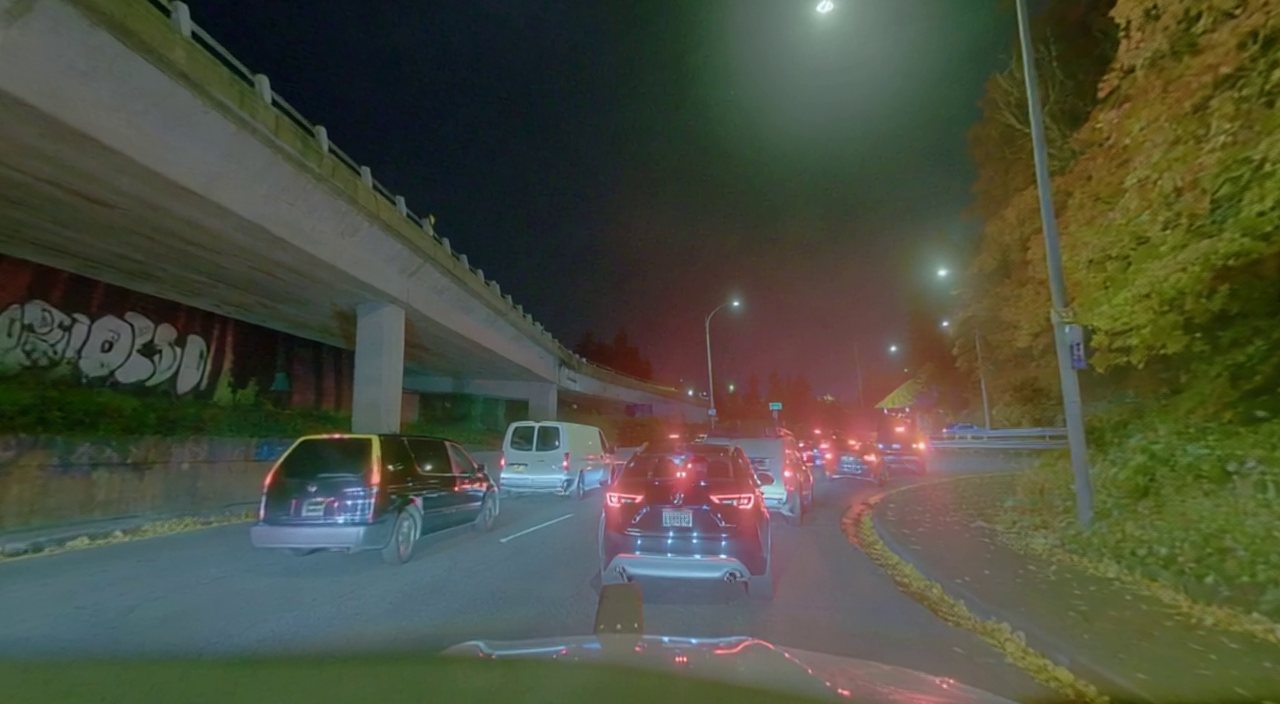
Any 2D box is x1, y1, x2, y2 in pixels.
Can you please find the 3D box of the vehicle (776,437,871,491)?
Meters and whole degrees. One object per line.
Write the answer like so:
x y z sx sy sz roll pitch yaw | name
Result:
5.642 3.339 18.961 1.780 1.446 3.902 -6 -10 30 | vehicle

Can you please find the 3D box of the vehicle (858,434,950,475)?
10.563 4.071 24.956 3.934 1.485 1.763 8 -12 -42 | vehicle

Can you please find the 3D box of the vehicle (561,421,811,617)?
0.777 1.630 7.008 2.064 1.515 3.722 -3 -9 14 | vehicle

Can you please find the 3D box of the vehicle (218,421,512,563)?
-3.562 1.891 9.146 1.921 1.554 4.081 -2 -9 10 | vehicle
